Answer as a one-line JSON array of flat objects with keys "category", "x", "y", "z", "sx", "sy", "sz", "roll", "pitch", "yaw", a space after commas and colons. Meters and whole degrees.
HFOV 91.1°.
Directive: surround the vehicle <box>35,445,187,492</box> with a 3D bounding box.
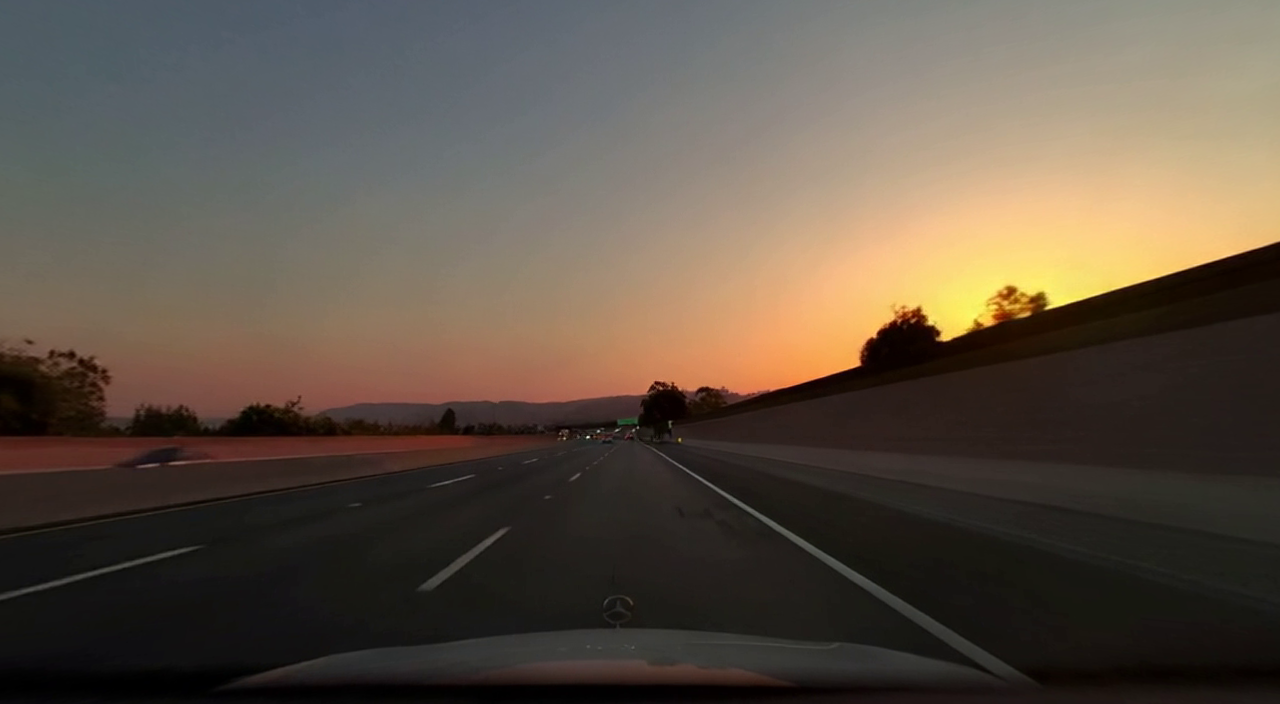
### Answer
[{"category": "vehicle", "x": -19.738, "y": 4.332, "z": 23.779, "sx": 1.866, "sy": 1.512, "sz": 4.514, "roll": 0, "pitch": -8, "yaw": 0}]
